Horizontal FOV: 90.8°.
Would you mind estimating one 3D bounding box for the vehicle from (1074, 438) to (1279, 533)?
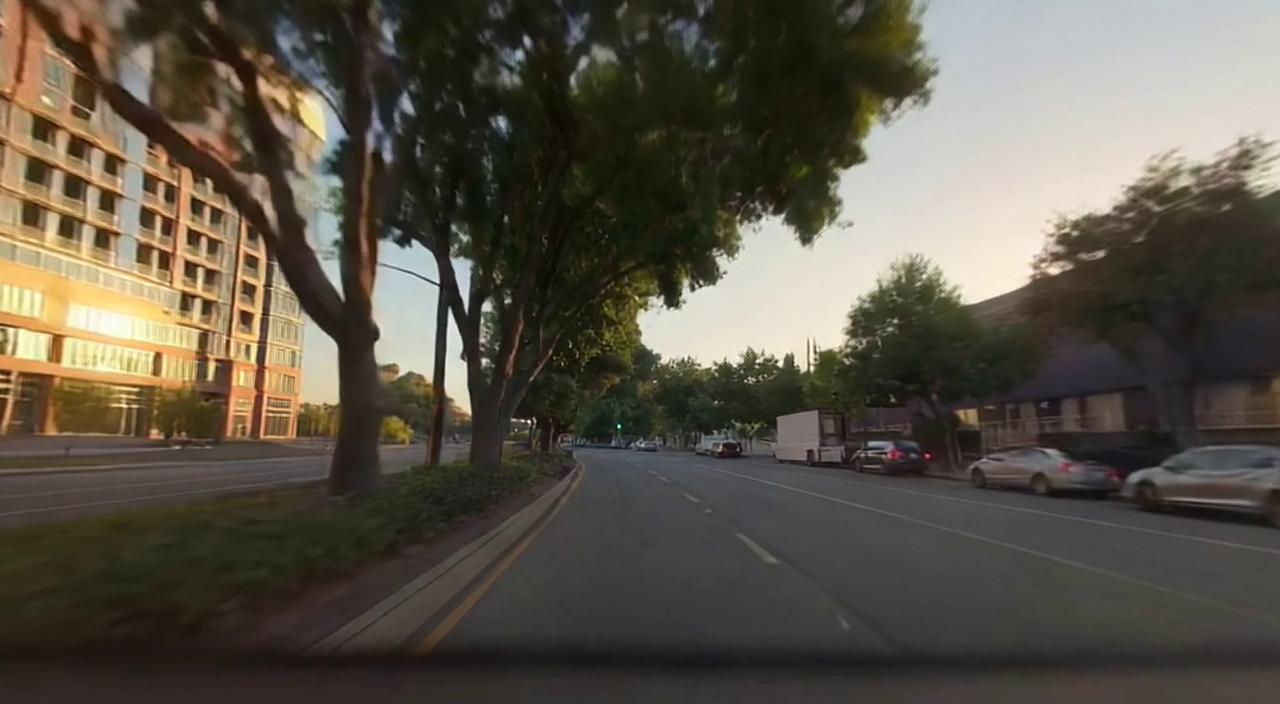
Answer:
[{"bbox_3d":[10.857,2.374,11.828,1.895,1.467,4.885,0,-9,-1],"label":"vehicle"}]

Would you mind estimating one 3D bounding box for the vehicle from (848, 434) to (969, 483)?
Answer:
[{"bbox_3d":[10.355,4.151,24.961,2.050,1.699,5.584,1,-9,-3],"label":"vehicle"}]

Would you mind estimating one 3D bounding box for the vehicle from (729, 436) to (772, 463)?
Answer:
[{"bbox_3d":[8.495,7.557,48.919,1.916,1.889,4.675,5,-9,-7],"label":"vehicle"}]

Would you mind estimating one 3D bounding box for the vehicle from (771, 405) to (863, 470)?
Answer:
[{"bbox_3d":[9.620,4.812,35.139,2.853,3.253,6.441,1,-9,-4],"label":"vehicle"}]

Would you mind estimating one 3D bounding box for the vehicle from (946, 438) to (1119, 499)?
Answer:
[{"bbox_3d":[10.756,3.195,17.785,1.801,1.489,4.339,1,-9,-5],"label":"vehicle"}]
